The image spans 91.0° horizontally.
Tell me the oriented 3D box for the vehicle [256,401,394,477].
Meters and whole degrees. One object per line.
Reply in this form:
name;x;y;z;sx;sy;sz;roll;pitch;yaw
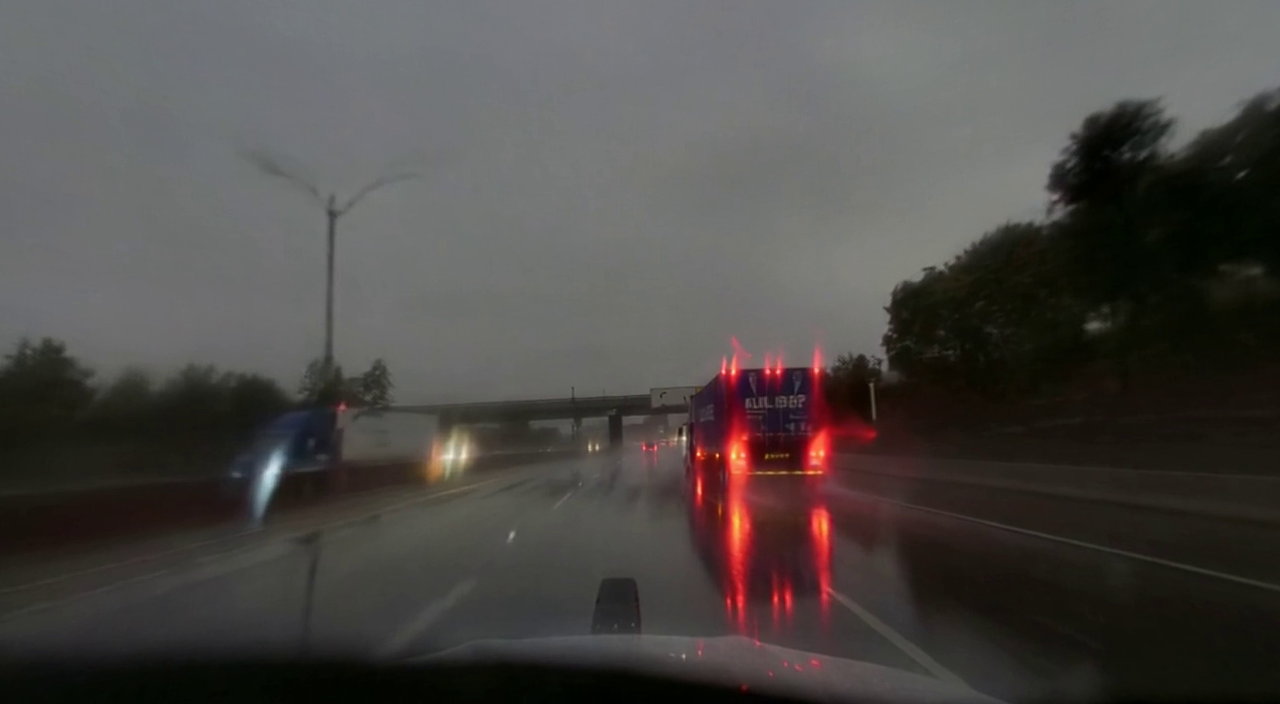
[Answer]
vehicle;-20.156;5.766;41.528;3.269;4.283;11.156;0;-8;0

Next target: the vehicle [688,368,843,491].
vehicle;4.054;3.034;24.007;3.306;3.531;11.717;0;-8;-1
